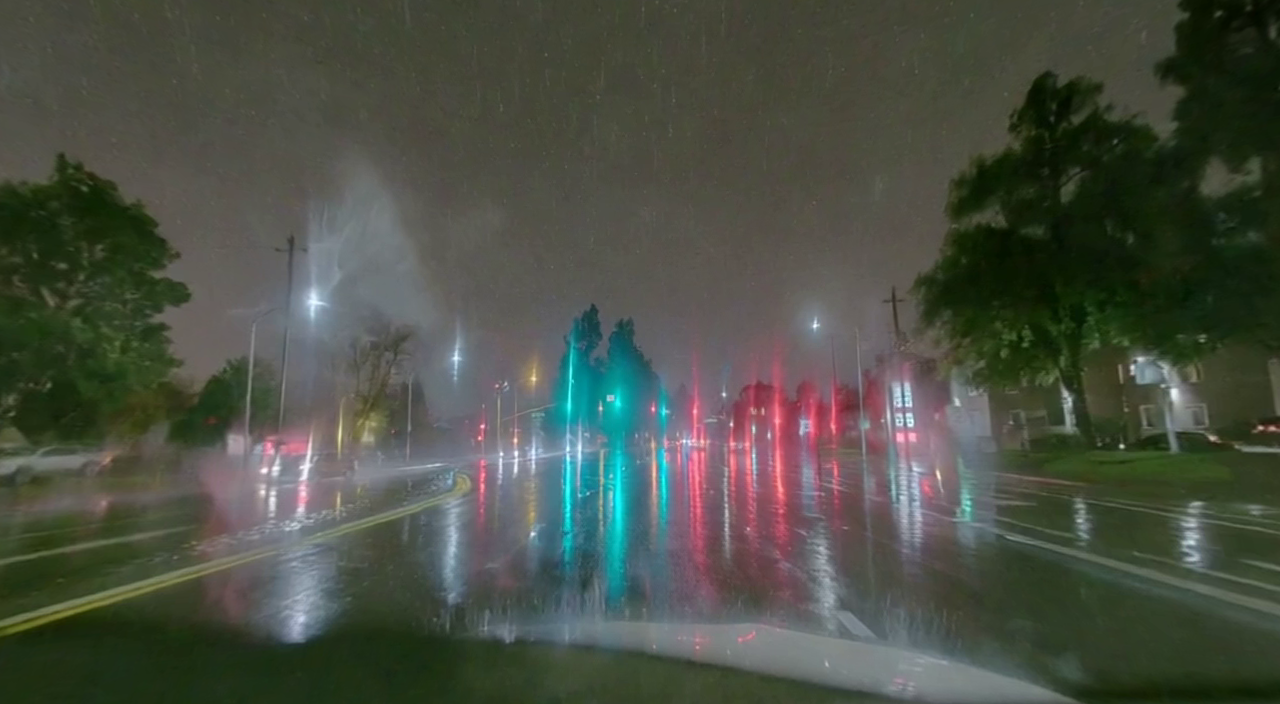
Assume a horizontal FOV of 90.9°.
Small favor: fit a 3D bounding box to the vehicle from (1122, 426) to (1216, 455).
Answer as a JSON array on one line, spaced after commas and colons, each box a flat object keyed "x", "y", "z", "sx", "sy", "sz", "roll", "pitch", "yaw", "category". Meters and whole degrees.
[{"x": 28.069, "y": 4.706, "z": 33.601, "sx": 1.864, "sy": 1.431, "sz": 3.703, "roll": -1, "pitch": -8, "yaw": 4, "category": "vehicle"}]

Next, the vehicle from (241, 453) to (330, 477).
[{"x": -23.038, "y": 7.326, "z": 41.071, "sx": 4.606, "sy": 1.458, "sz": 1.837, "roll": 1, "pitch": -8, "yaw": -5, "category": "vehicle"}]

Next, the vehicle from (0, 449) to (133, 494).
[{"x": -25.576, "y": 5.185, "z": 27.860, "sx": 1.962, "sy": 1.776, "sz": 4.701, "roll": -1, "pitch": -8, "yaw": 8, "category": "vehicle"}]

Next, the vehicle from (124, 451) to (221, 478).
[{"x": -30.219, "y": 7.309, "z": 40.871, "sx": 4.585, "sy": 1.636, "sz": 2.000, "roll": 0, "pitch": -10, "yaw": -2, "category": "vehicle"}]
